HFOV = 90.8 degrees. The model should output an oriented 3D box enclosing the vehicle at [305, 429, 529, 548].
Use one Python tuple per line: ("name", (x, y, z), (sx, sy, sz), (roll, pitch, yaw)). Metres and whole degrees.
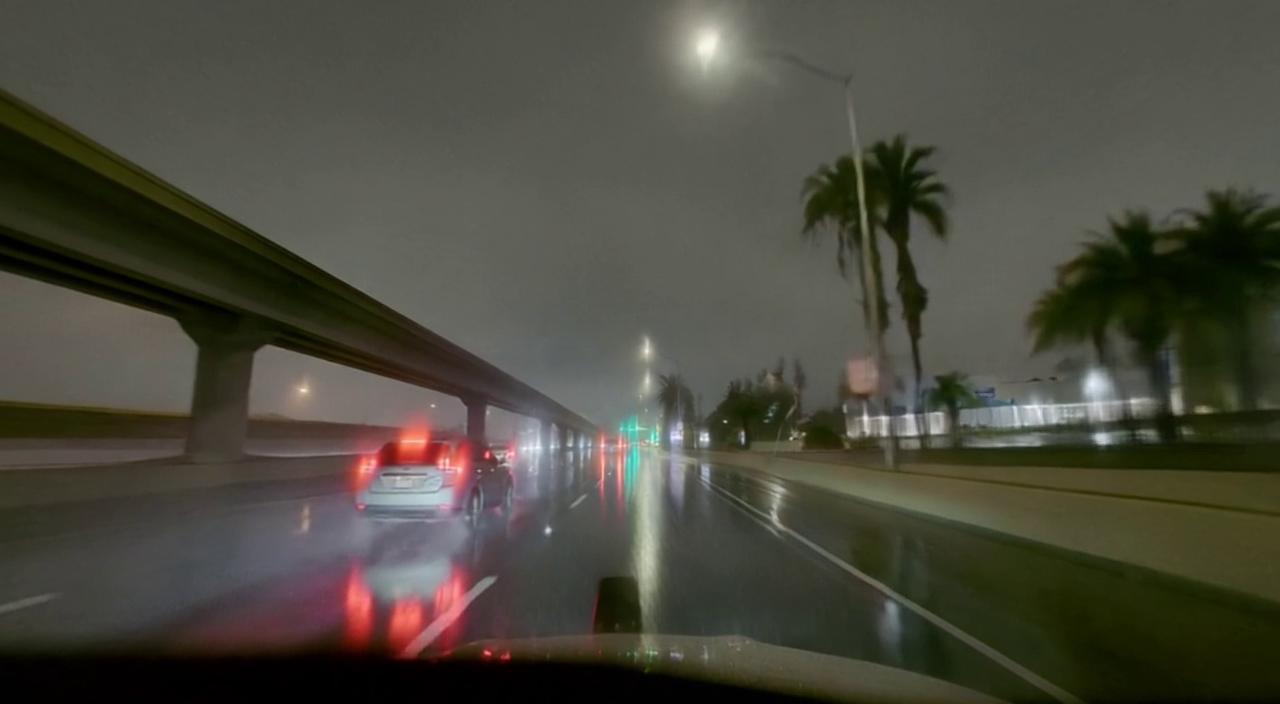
("vehicle", (-3.255, 2.093, 10.446), (1.978, 1.499, 4.695), (0, -9, 0))
